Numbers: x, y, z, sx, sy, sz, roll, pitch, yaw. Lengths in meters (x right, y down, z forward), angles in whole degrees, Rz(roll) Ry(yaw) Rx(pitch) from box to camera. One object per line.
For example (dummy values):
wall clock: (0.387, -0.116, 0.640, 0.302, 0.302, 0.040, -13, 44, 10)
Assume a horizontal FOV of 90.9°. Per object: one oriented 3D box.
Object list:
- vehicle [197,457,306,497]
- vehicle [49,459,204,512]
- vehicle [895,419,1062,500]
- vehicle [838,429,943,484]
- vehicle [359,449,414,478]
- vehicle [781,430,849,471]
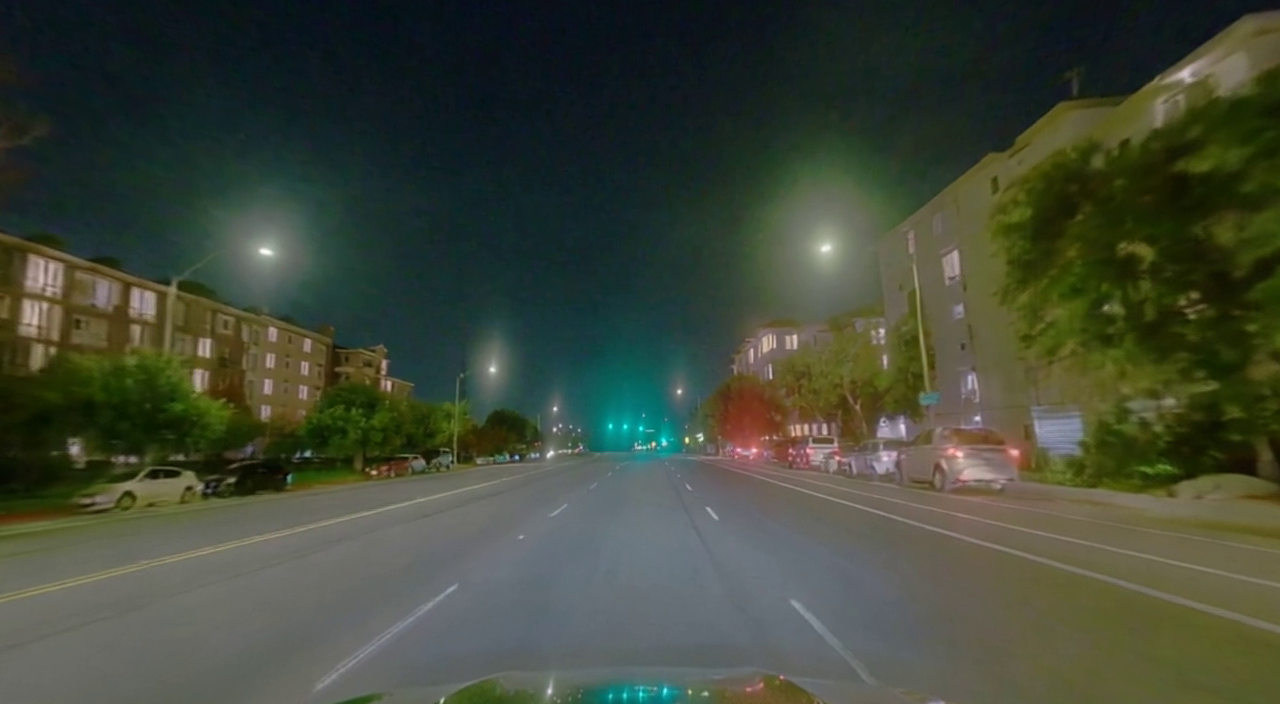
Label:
vehicle: (-16.844, 5.393, 27.658, 1.868, 1.470, 4.652, -1, -8, 0)
vehicle: (-17.324, 4.491, 21.591, 1.879, 1.494, 4.227, 0, -8, -3)
vehicle: (9.749, 3.145, 18.863, 2.169, 2.043, 5.484, -1, -8, 3)
vehicle: (9.854, 4.144, 25.337, 2.088, 1.973, 5.003, 0, -8, -1)
vehicle: (-16.720, 7.324, 41.836, 1.913, 1.744, 4.478, -1, -8, -2)
vehicle: (9.936, 5.672, 36.321, 2.115, 2.151, 5.826, 0, -9, -1)
